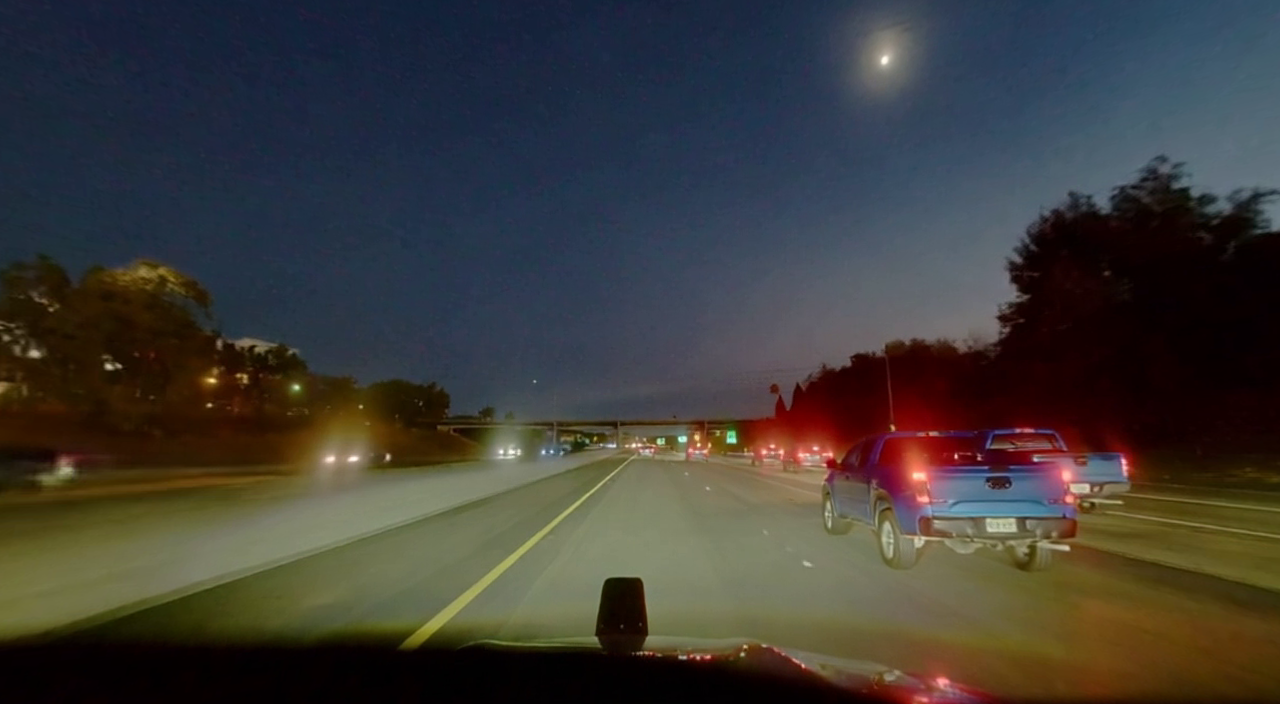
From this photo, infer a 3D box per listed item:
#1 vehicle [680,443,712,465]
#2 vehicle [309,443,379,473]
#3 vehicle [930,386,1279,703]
[{"bbox_3d":[4.324,7.919,49.145,2.014,1.643,4.039,0,-8,-1],"label":"vehicle"},{"bbox_3d":[-17.878,6.410,38.407,2.007,1.727,4.546,0,-8,0],"label":"vehicle"},{"bbox_3d":[3.340,0.921,2.466,2.119,1.524,4.807,0,-8,0],"label":"vehicle"}]
